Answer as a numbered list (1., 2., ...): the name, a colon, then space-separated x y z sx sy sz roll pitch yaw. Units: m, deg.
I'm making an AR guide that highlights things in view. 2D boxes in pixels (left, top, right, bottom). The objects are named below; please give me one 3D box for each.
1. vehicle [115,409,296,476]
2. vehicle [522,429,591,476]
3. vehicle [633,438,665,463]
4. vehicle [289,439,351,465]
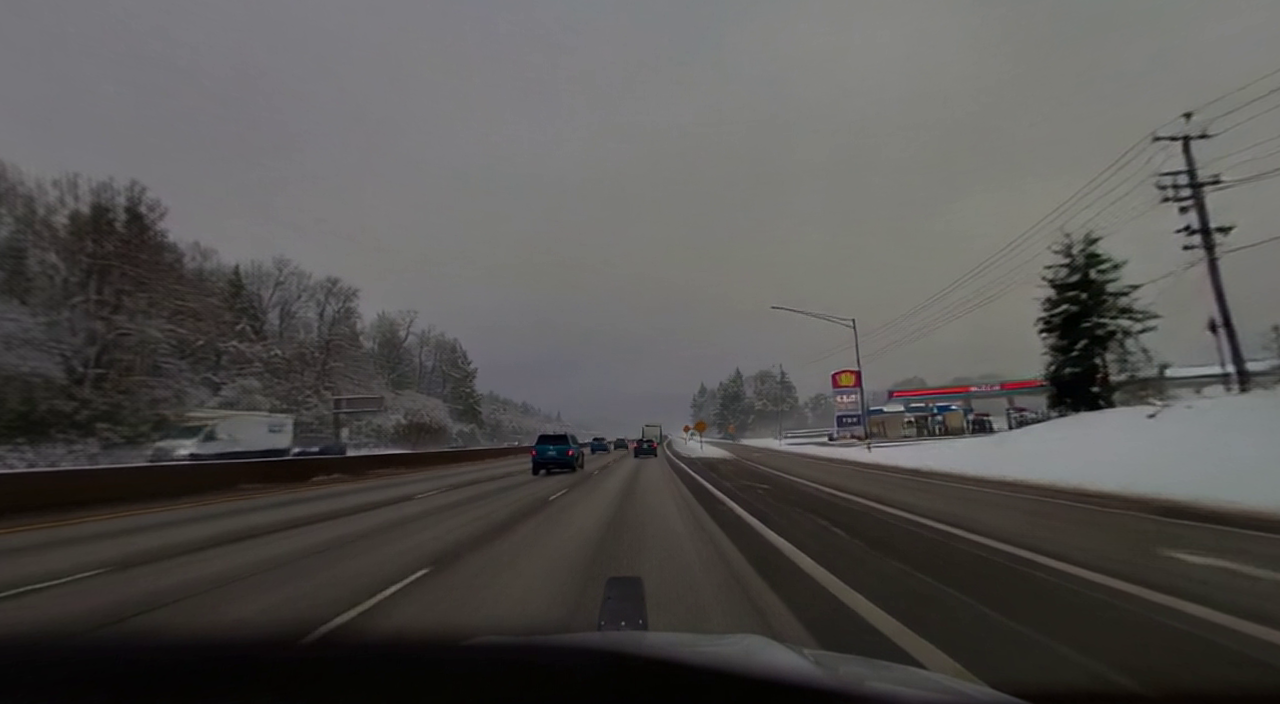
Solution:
1. vehicle: -27.274 5.855 40.836 3.043 3.655 12.198 0 -8 0
2. vehicle: -3.560 4.403 27.824 2.273 1.884 4.515 0 -8 2
3. vehicle: 0.560 6.394 40.962 1.982 1.524 3.800 0 -8 -1
4. vehicle: -22.882 7.174 45.270 2.108 1.758 4.475 0 -8 0
